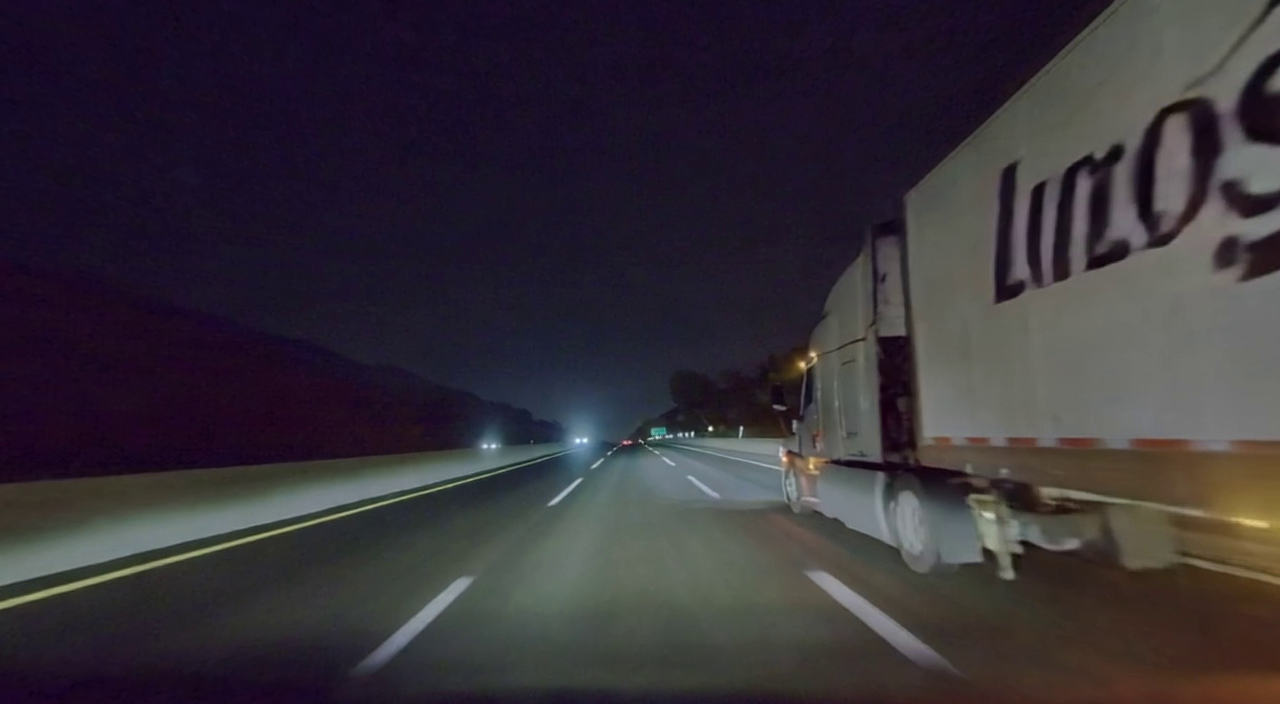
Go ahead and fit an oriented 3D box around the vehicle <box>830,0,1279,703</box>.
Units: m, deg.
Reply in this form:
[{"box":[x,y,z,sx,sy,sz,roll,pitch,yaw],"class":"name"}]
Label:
[{"box":[4.059,-0.531,0.832,2.920,4.029,13.900,0,-8,-2],"class":"vehicle"}]
